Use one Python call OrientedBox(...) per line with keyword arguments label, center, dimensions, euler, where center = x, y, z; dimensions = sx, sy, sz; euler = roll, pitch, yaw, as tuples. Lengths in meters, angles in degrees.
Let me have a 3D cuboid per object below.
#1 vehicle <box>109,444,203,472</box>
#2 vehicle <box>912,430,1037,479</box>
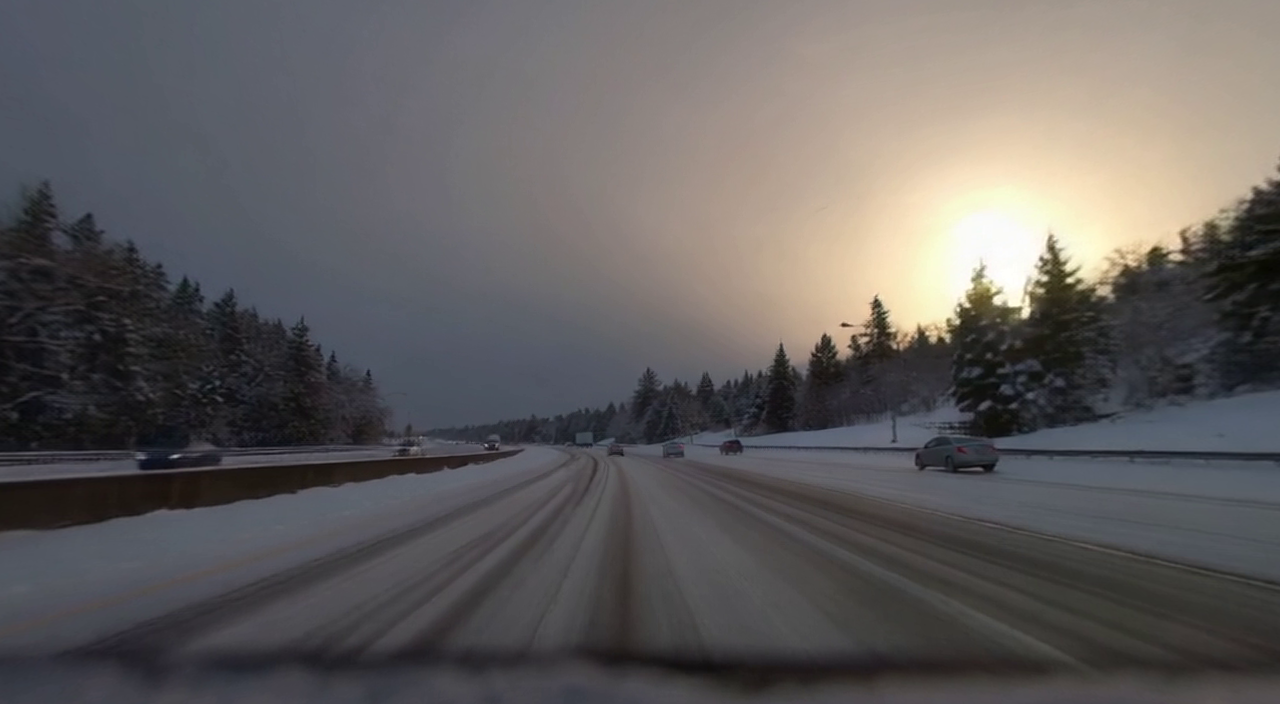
OrientedBox(label="vehicle", center=(-28.303, 6.166, 37.061), dimensions=(1.860, 1.520, 4.746), euler=(0, -8, -2))
OrientedBox(label="vehicle", center=(13.696, 4.218, 26.290), dimensions=(2.107, 1.803, 5.385), euler=(1, -8, -2))
